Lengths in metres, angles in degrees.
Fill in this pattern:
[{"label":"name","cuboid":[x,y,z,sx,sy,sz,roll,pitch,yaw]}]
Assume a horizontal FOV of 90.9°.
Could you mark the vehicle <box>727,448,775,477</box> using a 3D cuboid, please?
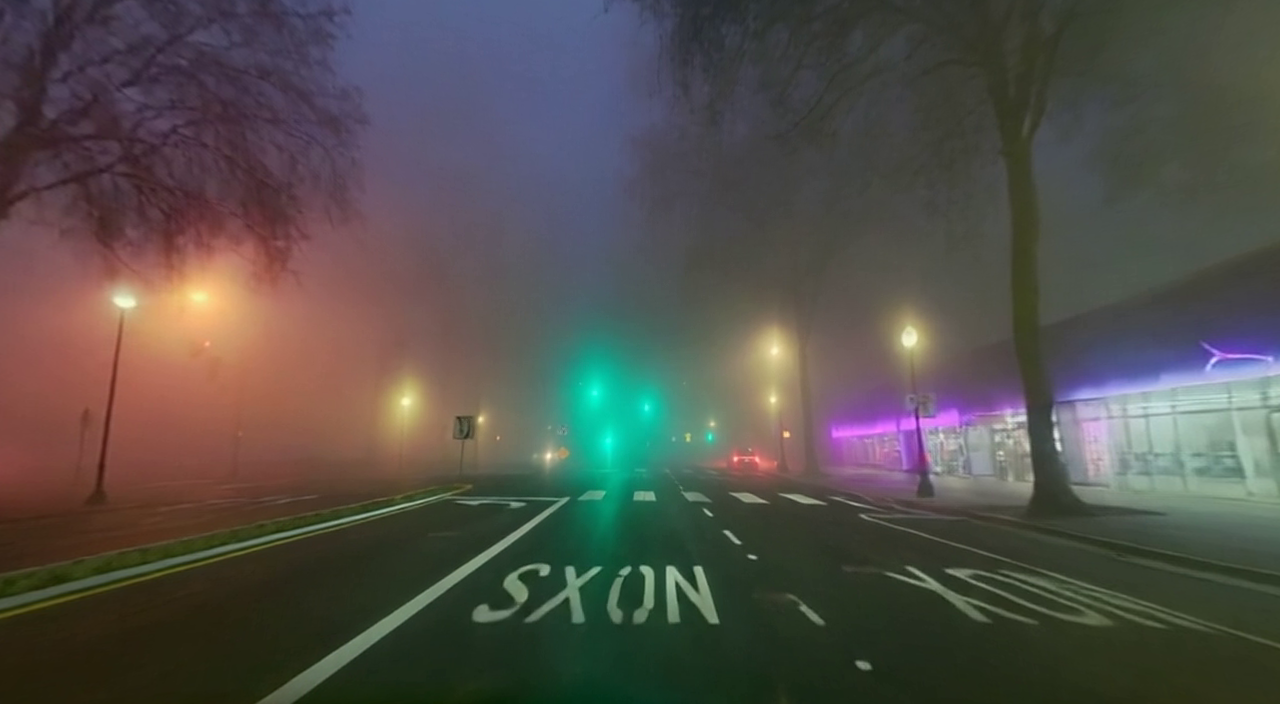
[{"label":"vehicle","cuboid":[6.309,6.316,36.255,1.906,1.523,4.336,0,-9,-1]}]
